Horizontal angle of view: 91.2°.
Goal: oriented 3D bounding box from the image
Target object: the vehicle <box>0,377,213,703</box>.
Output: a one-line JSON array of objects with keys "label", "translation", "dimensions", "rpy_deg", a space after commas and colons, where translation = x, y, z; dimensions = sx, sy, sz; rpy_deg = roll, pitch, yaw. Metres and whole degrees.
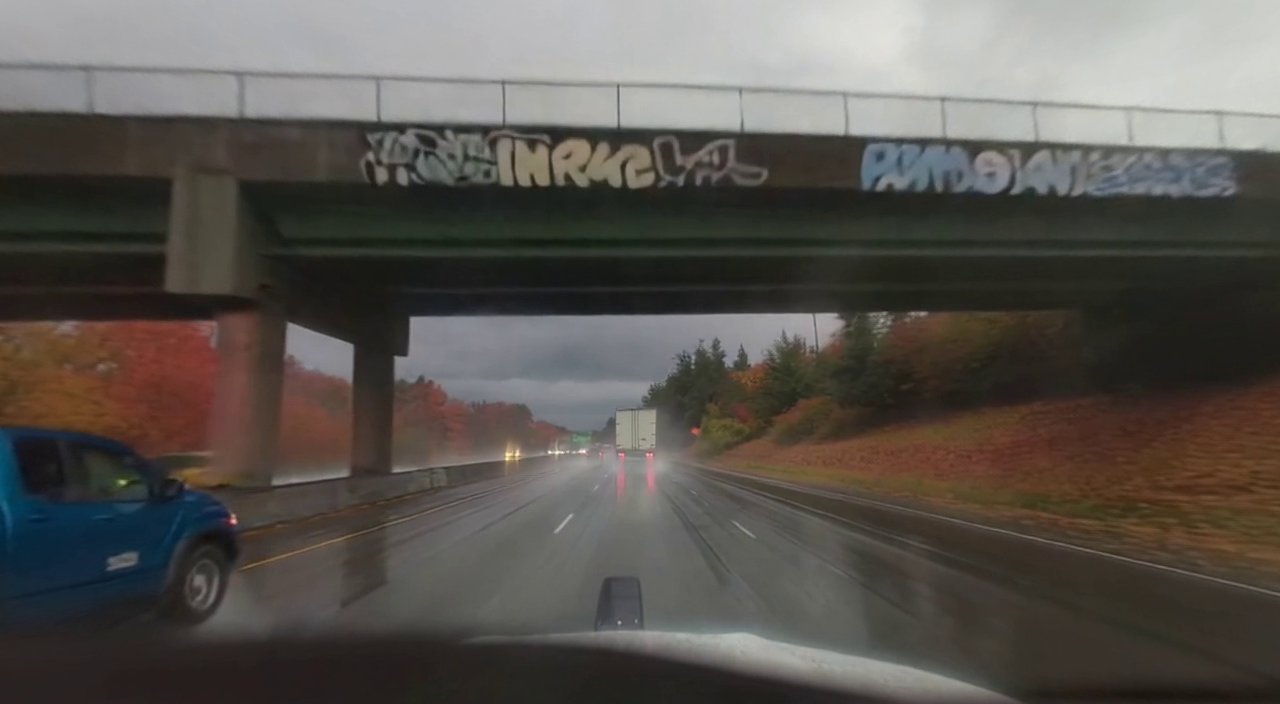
[{"label": "vehicle", "translation": [-3.893, 0.785, 1.968], "dimensions": [1.979, 1.587, 4.365], "rpy_deg": [0, -9, 0]}]
